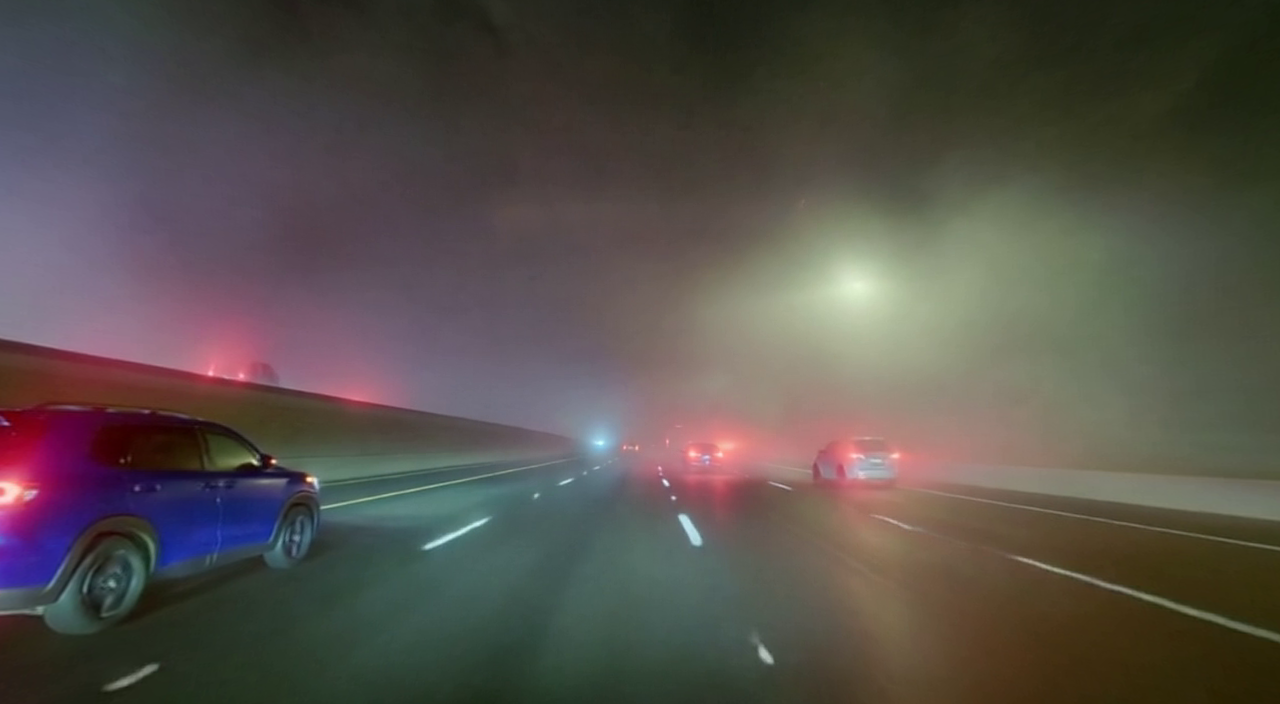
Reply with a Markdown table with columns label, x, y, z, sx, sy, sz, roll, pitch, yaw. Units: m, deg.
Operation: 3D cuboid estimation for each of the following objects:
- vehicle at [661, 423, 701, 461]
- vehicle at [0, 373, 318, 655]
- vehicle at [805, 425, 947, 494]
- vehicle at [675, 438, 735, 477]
| label | x | y | z | sx | sy | sz | roll | pitch | yaw |
| --- | --- | --- | --- | --- | --- | --- | --- | --- | --- |
| vehicle | 3.038 | 6.920 | 48.638 | 2.629 | 2.718 | 6.740 | 0 | -8 | 0 |
| vehicle | -4.757 | 1.168 | 5.141 | 2.000 | 1.646 | 4.201 | 0 | -8 | 1 |
| vehicle | 6.561 | 3.051 | 18.316 | 2.184 | 1.712 | 4.856 | 0 | -8 | 0 |
| vehicle | 2.750 | 4.613 | 27.921 | 2.108 | 1.509 | 5.059 | 0 | -8 | 0 |
